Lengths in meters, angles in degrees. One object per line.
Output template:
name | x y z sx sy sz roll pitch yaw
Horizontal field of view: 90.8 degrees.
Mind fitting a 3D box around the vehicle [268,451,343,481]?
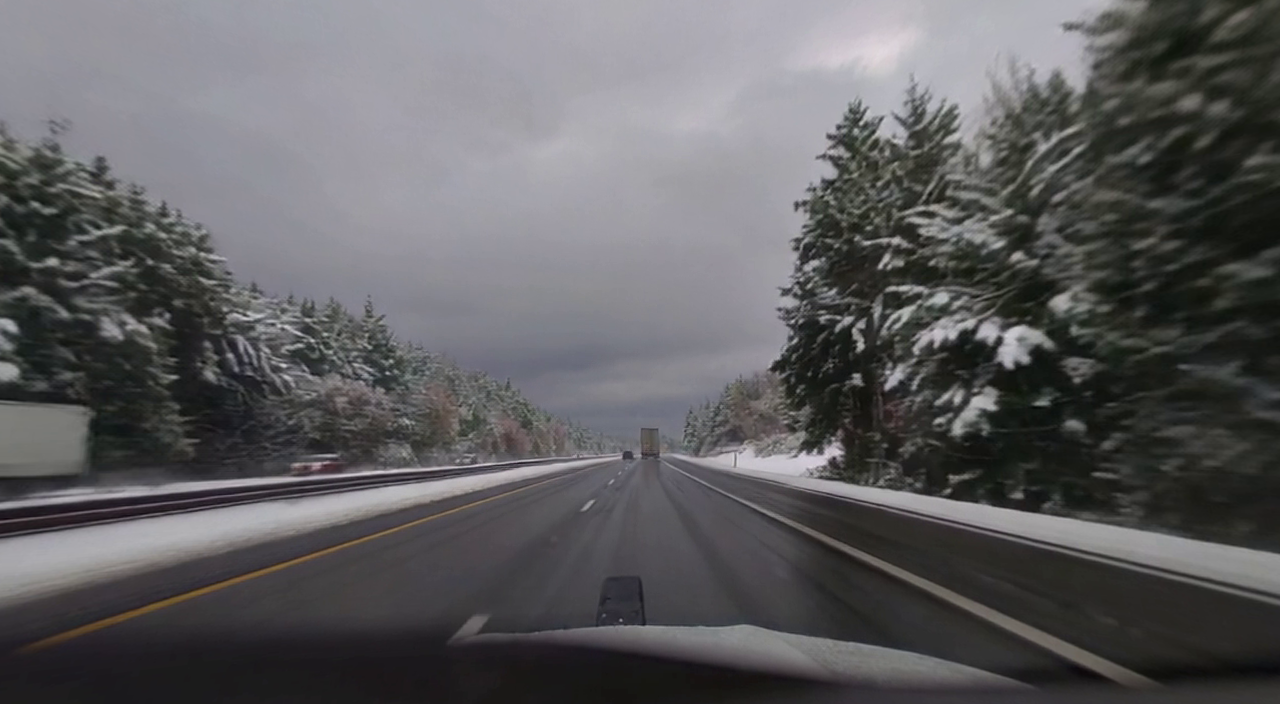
vehicle | -20.516 6.996 38.930 2.265 1.716 4.219 -1 -9 0

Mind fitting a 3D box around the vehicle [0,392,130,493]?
vehicle | -24.613 3.410 23.539 2.753 3.628 9.928 -1 -9 1
